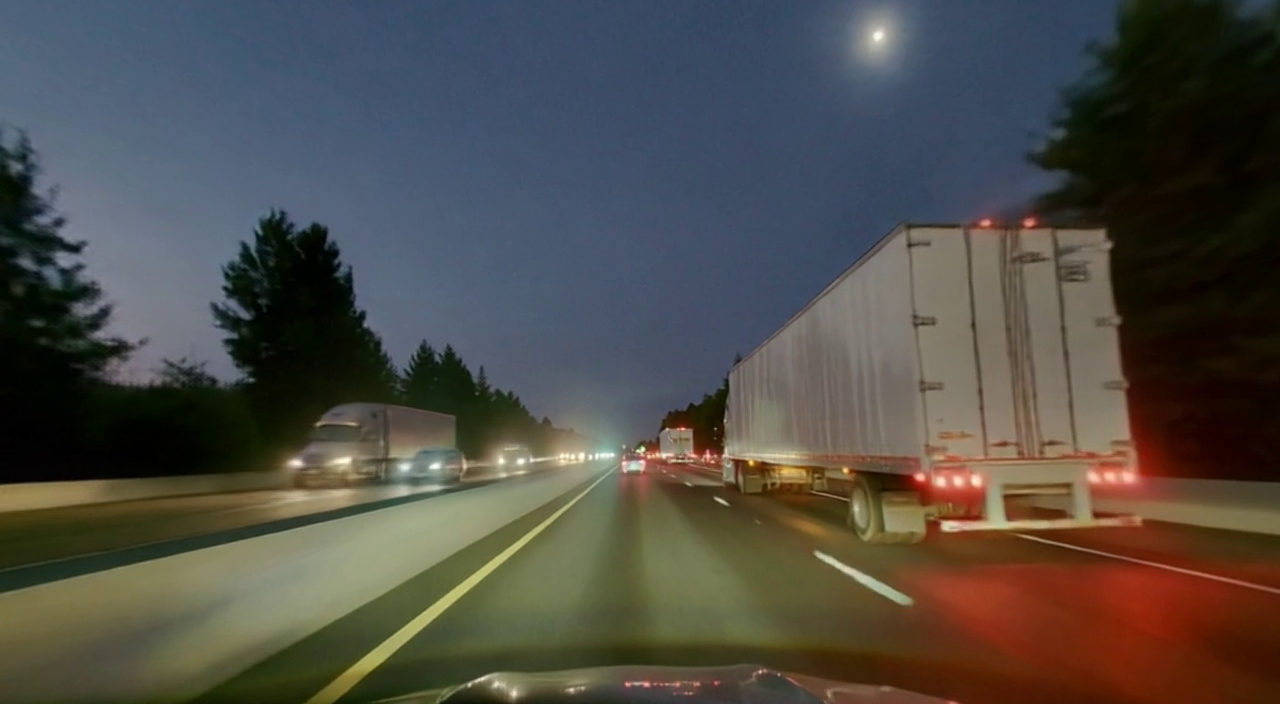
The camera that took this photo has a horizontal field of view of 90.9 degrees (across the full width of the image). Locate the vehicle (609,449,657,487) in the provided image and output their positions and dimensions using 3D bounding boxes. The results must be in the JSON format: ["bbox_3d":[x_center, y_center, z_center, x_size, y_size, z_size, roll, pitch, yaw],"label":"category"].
[{"bbox_3d":[-0.299,4.915,27.015,1.939,1.495,3.612,0,-9,-1],"label":"vehicle"}]

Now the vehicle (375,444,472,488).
[{"bbox_3d":[-8.501,4.521,25.303,2.065,1.558,5.029,0,-9,0],"label":"vehicle"}]

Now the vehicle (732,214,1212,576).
[{"bbox_3d":[4.628,1.476,13.977,2.842,4.060,13.939,0,-9,-1],"label":"vehicle"}]

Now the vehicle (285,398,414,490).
[{"bbox_3d":[-13.169,4.291,29.240,3.006,3.824,5.867,0,-9,0],"label":"vehicle"}]

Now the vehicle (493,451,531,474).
[{"bbox_3d":[-8.857,7.647,43.767,1.848,1.453,3.640,0,-9,0],"label":"vehicle"}]
